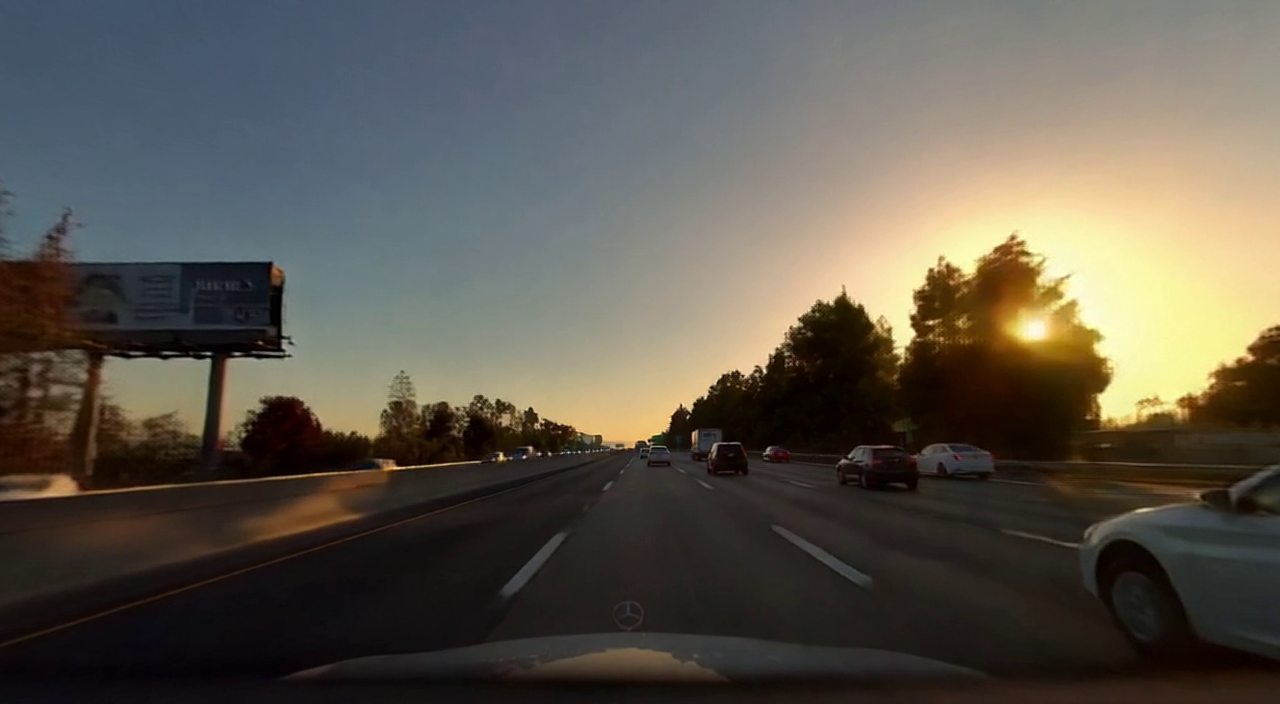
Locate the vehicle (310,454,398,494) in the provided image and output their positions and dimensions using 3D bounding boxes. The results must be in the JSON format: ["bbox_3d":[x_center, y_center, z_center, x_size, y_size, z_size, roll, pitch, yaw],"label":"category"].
[{"bbox_3d":[-13.081,5.566,29.181,1.864,1.587,4.549,-1,-8,1],"label":"vehicle"}]

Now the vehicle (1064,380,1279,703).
[{"bbox_3d":[3.839,0.809,1.960,1.989,1.609,4.355,0,-8,0],"label":"vehicle"}]

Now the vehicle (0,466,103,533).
[{"bbox_3d":[-16.880,3.802,16.144,1.975,1.530,4.866,-1,-8,0],"label":"vehicle"}]

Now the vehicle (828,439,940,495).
[{"bbox_3d":[7.608,3.588,20.170,1.807,1.558,4.352,0,-8,0],"label":"vehicle"}]

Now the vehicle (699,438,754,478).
[{"bbox_3d":[4.362,5.413,32.491,2.075,1.845,4.667,0,-8,-1],"label":"vehicle"}]

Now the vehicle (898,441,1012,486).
[{"bbox_3d":[12.048,4.255,24.553,1.941,1.539,4.834,0,-8,0],"label":"vehicle"}]

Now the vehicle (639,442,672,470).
[{"bbox_3d":[1.052,7.242,44.242,2.145,1.832,4.004,0,-8,0],"label":"vehicle"}]
